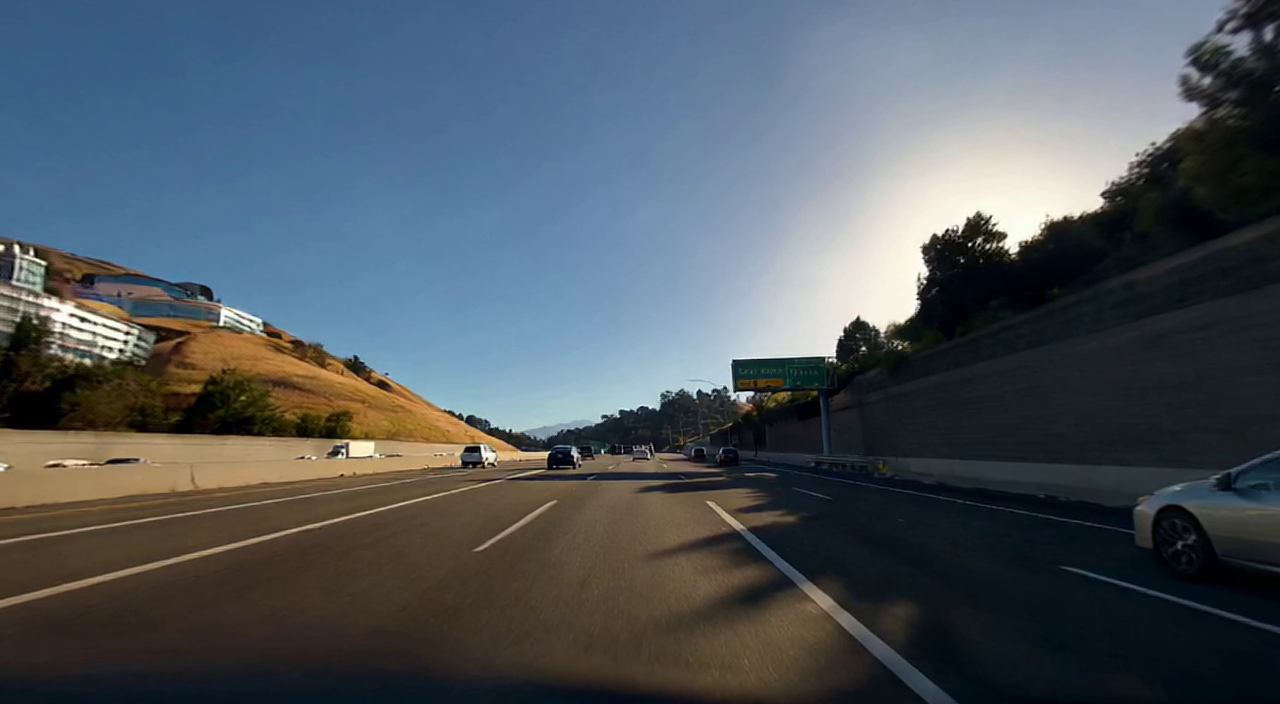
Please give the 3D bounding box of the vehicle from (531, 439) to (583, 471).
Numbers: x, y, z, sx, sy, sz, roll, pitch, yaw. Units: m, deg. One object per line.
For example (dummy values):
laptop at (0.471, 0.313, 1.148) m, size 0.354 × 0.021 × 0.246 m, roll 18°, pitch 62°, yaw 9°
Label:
vehicle at (-5.079, 6.395, 39.423) m, size 2.172 × 1.824 × 5.031 m, roll -1°, pitch -8°, yaw 5°

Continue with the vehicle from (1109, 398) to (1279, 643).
vehicle at (5.358, 1.028, 3.517) m, size 2.122 × 1.646 × 4.491 m, roll -1°, pitch -8°, yaw 2°

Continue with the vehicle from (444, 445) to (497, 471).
vehicle at (-10.828, 6.773, 40.564) m, size 2.015 × 1.506 × 4.386 m, roll -1°, pitch -8°, yaw 2°
